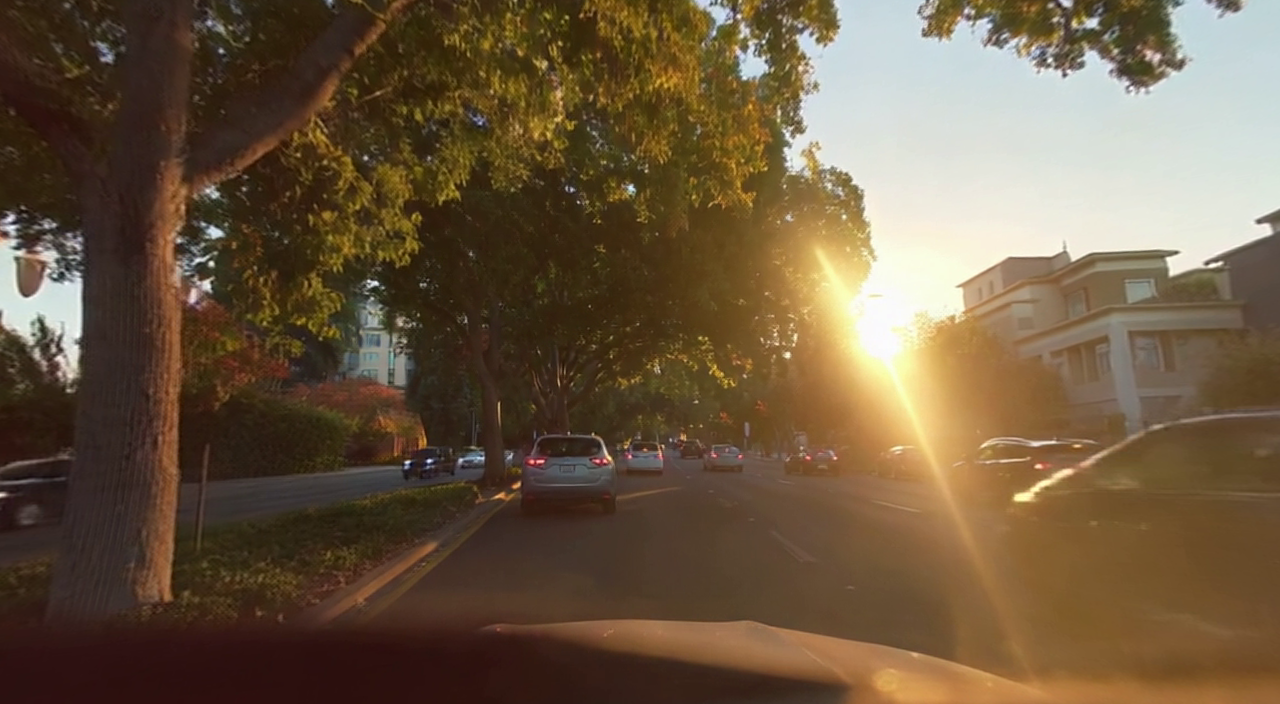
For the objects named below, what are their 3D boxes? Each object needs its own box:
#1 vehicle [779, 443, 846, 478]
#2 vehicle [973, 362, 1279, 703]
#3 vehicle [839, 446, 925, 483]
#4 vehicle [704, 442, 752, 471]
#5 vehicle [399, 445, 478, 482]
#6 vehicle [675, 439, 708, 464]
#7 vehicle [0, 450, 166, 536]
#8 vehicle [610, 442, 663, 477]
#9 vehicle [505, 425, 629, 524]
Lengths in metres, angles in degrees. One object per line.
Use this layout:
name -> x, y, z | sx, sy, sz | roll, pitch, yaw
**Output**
vehicle -> 7.849, 4.966, 29.170 | 1.977, 1.485, 4.308 | 0, -8, 2
vehicle -> 4.028, 0.963, 3.245 | 2.220, 1.715, 4.335 | 0, -8, 0
vehicle -> 10.608, 4.915, 28.104 | 1.894, 1.469, 4.775 | 0, -8, 0
vehicle -> 4.889, 5.851, 35.595 | 2.175, 1.477, 4.520 | 0, -8, 1
vehicle -> -8.571, 4.752, 27.262 | 1.966, 1.489, 4.099 | 0, -8, 1
vehicle -> 3.950, 7.735, 49.487 | 2.114, 1.846, 4.659 | 0, -8, -1
vehicle -> -12.283, 2.742, 12.736 | 1.981, 1.463, 4.395 | 0, -8, 1
vehicle -> -0.150, 4.675, 27.731 | 2.161, 1.445, 3.772 | 0, -8, 0
vehicle -> -1.427, 2.364, 12.733 | 2.106, 1.655, 3.717 | 1, -8, -6
